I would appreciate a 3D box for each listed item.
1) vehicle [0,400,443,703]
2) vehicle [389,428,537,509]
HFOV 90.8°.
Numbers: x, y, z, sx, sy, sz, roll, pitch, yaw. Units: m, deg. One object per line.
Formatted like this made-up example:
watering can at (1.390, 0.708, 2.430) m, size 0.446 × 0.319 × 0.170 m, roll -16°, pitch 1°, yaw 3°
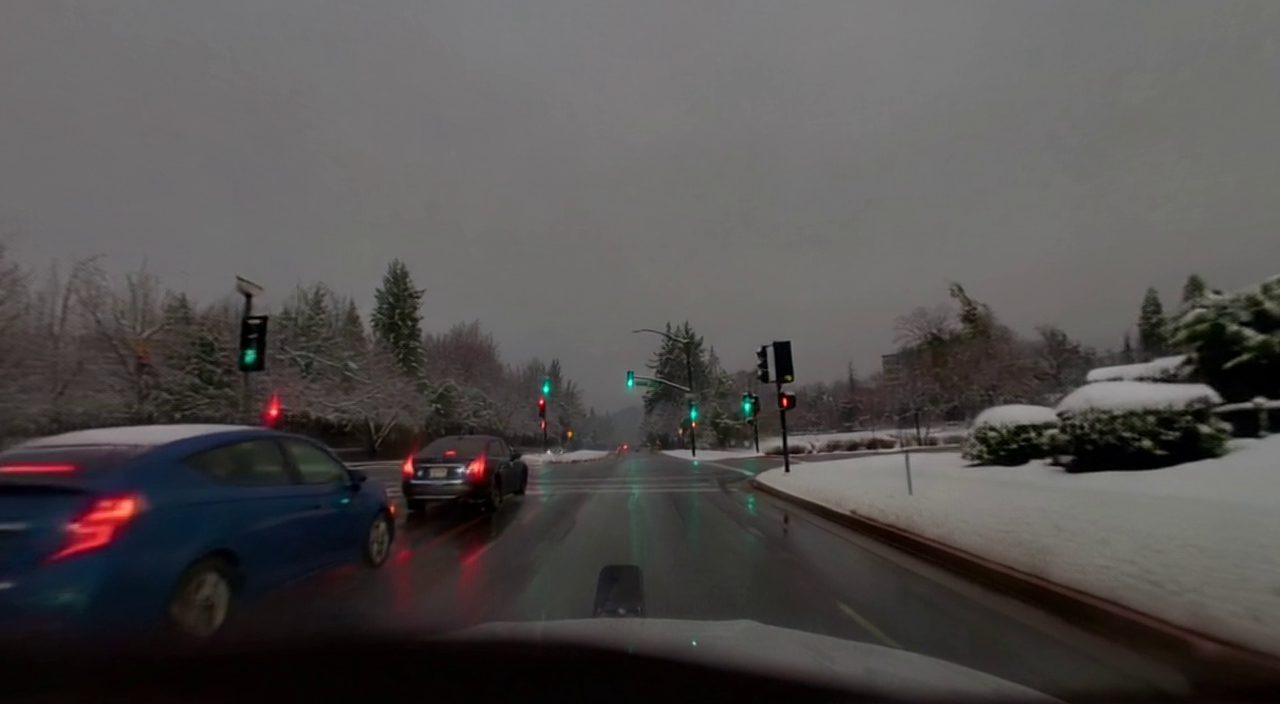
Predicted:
vehicle at (-3.461, 1.332, 5.408) m, size 2.038 × 1.486 × 4.678 m, roll 0°, pitch -9°, yaw 0°
vehicle at (-3.720, 2.538, 14.228) m, size 1.980 × 1.508 × 4.502 m, roll 0°, pitch -9°, yaw 0°
